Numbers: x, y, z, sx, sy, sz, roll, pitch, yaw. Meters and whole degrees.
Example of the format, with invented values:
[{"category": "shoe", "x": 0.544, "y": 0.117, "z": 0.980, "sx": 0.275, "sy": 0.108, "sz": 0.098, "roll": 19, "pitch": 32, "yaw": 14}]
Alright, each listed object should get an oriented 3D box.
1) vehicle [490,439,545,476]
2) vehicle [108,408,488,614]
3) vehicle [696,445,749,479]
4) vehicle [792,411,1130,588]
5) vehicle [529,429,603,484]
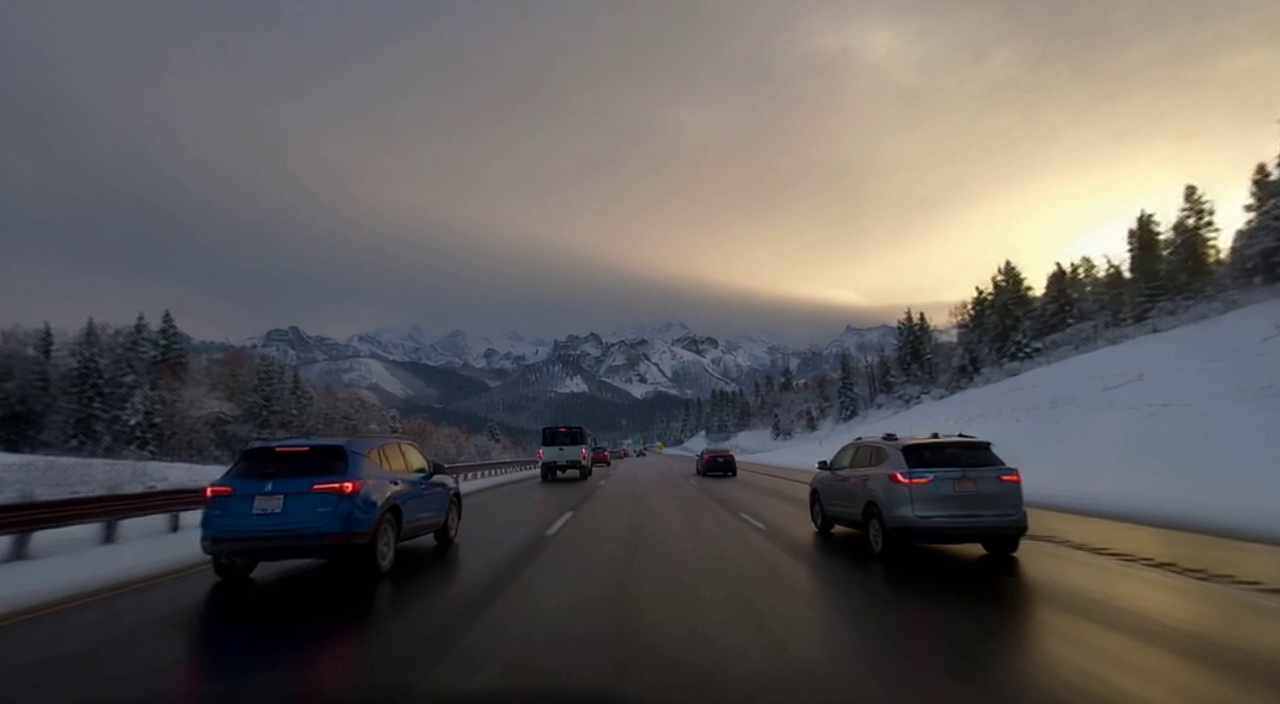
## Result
[{"category": "vehicle", "x": -6.958, "y": 6.033, "z": 36.342, "sx": 2.149, "sy": 1.922, "sz": 4.976, "roll": 0, "pitch": -8, "yaw": 0}, {"category": "vehicle", "x": -3.401, "y": 1.655, "z": 7.476, "sx": 2.080, "sy": 1.716, "sz": 4.207, "roll": 0, "pitch": -8, "yaw": 1}, {"category": "vehicle", "x": 4.139, "y": 5.605, "z": 32.422, "sx": 2.071, "sy": 1.570, "sz": 4.637, "roll": 0, "pitch": -8, "yaw": -1}, {"category": "vehicle", "x": 3.681, "y": 1.772, "z": 8.475, "sx": 2.066, "sy": 1.696, "sz": 4.604, "roll": 0, "pitch": -8, "yaw": -1}, {"category": "vehicle", "x": -3.048, "y": 4.477, "z": 27.256, "sx": 2.494, "sy": 2.136, "sz": 5.539, "roll": 0, "pitch": -8, "yaw": 0}]
